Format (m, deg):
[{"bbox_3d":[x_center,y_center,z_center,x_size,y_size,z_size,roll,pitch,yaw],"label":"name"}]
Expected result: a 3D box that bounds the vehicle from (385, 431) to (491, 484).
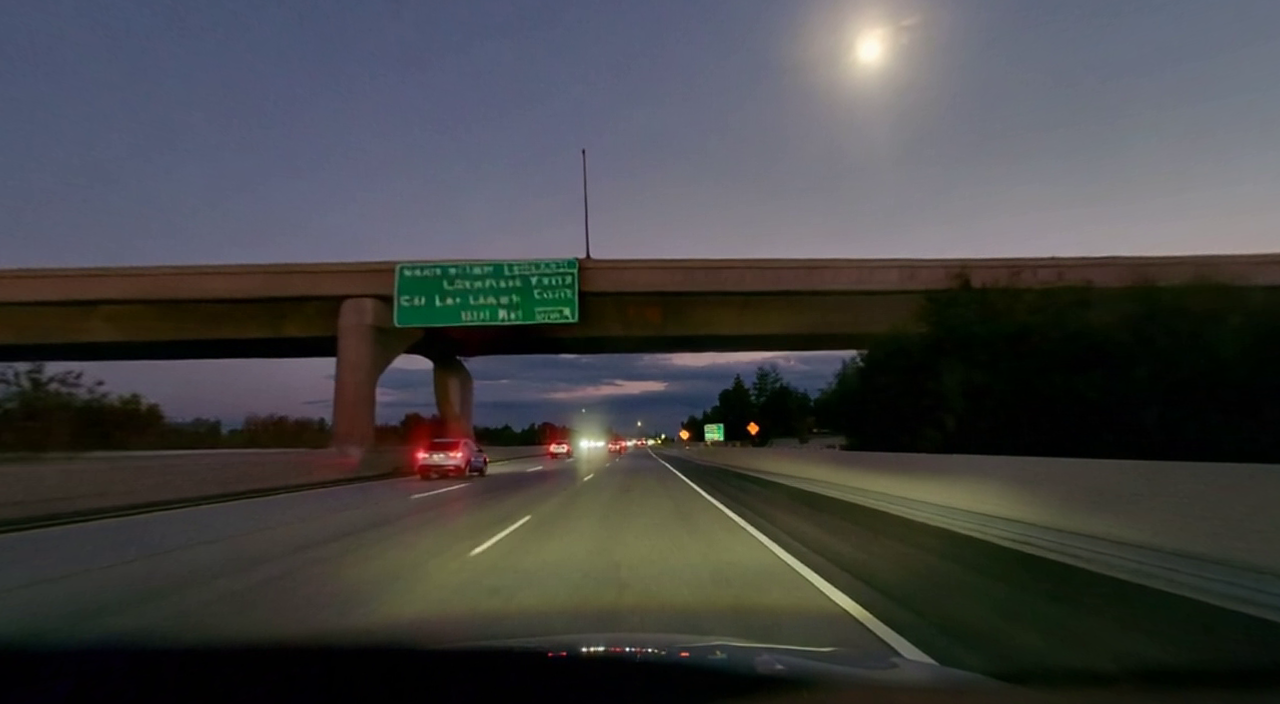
[{"bbox_3d":[-7.233,3.831,23.252,2.169,1.701,5.113,0,-8,0],"label":"vehicle"}]
